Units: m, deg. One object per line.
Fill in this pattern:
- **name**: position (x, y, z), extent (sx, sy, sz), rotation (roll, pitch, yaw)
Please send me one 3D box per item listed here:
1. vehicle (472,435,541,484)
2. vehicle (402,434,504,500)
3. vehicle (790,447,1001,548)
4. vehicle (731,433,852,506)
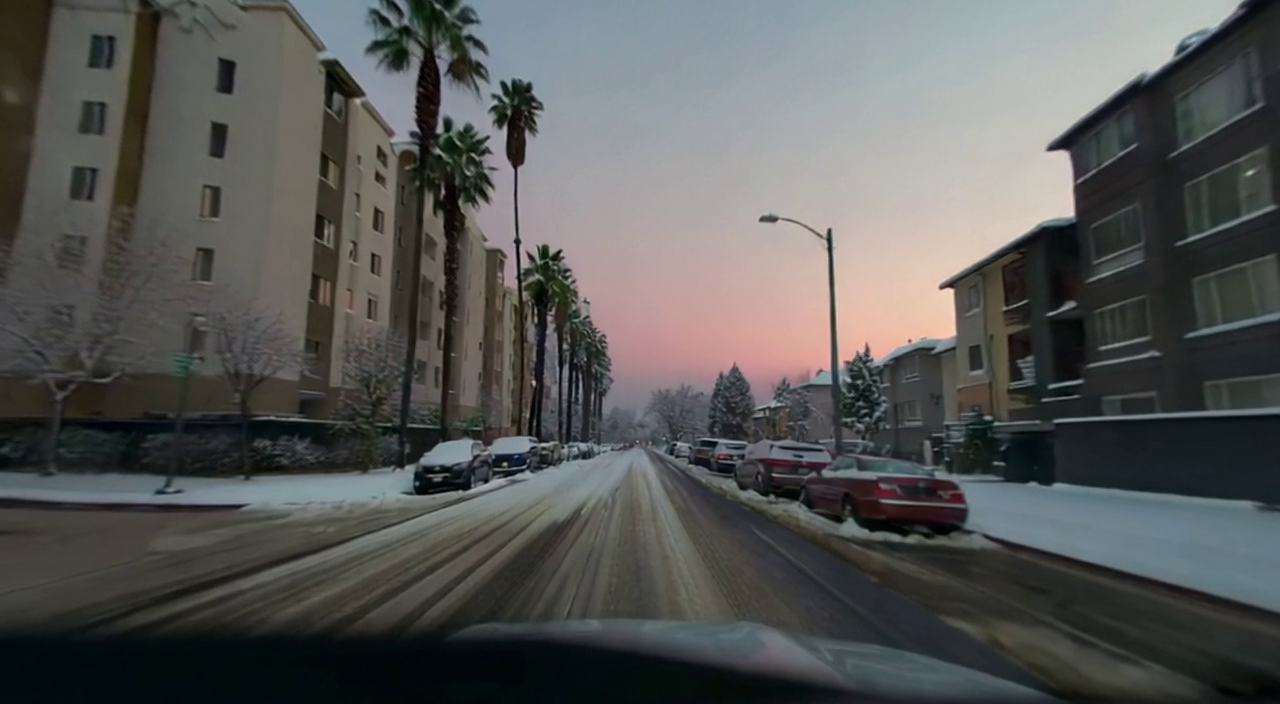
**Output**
- **vehicle**: position (-5.573, 4.532, 27.003), extent (2.087, 1.896, 4.554), rotation (0, -8, -1)
- **vehicle**: position (-5.800, 3.600, 20.230), extent (1.947, 1.806, 4.413), rotation (2, -8, -1)
- **vehicle**: position (4.335, 2.504, 11.663), extent (1.909, 1.449, 4.513), rotation (0, -8, -2)
- **vehicle**: position (4.151, 3.319, 18.347), extent (2.201, 1.787, 5.007), rotation (0, -8, -1)
